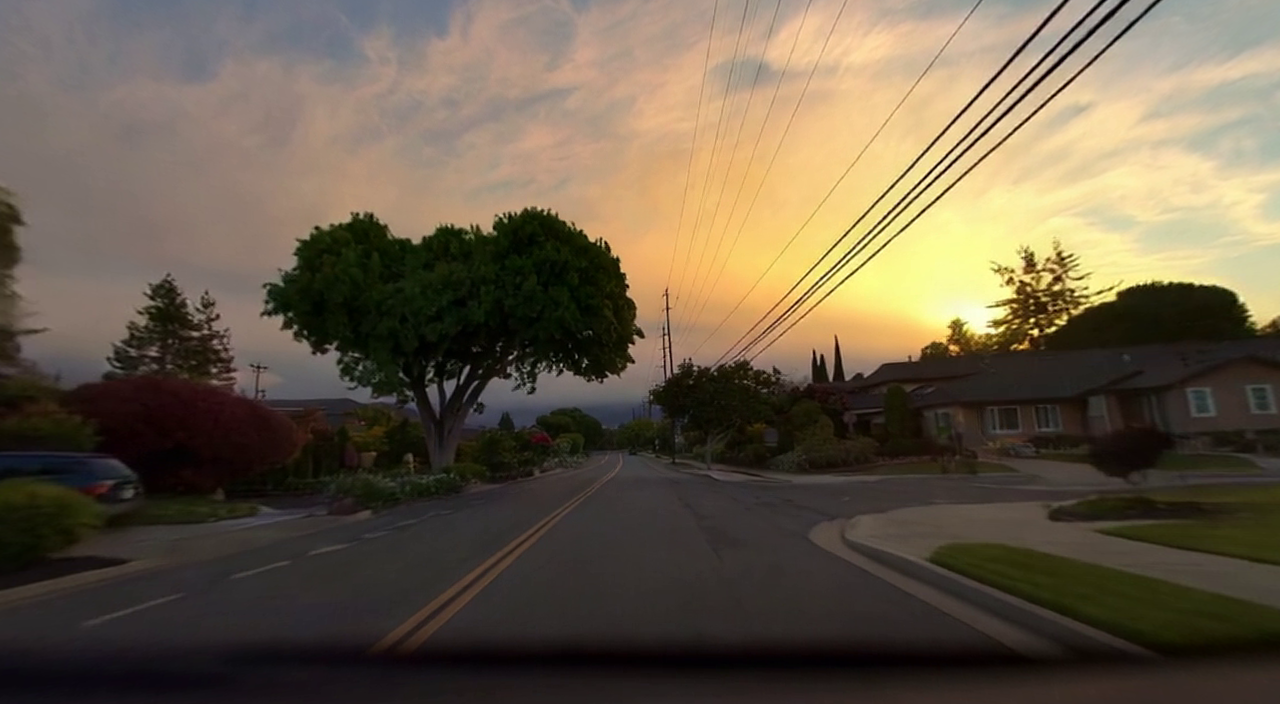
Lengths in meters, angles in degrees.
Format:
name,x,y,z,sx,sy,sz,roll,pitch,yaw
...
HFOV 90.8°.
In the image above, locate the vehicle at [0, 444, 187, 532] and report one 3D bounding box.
name,x,y,z,sx,sy,sz,roll,pitch,yaw
vehicle,-13.452,3.041,14.471,4.461,1.844,2.015,1,-9,-5
